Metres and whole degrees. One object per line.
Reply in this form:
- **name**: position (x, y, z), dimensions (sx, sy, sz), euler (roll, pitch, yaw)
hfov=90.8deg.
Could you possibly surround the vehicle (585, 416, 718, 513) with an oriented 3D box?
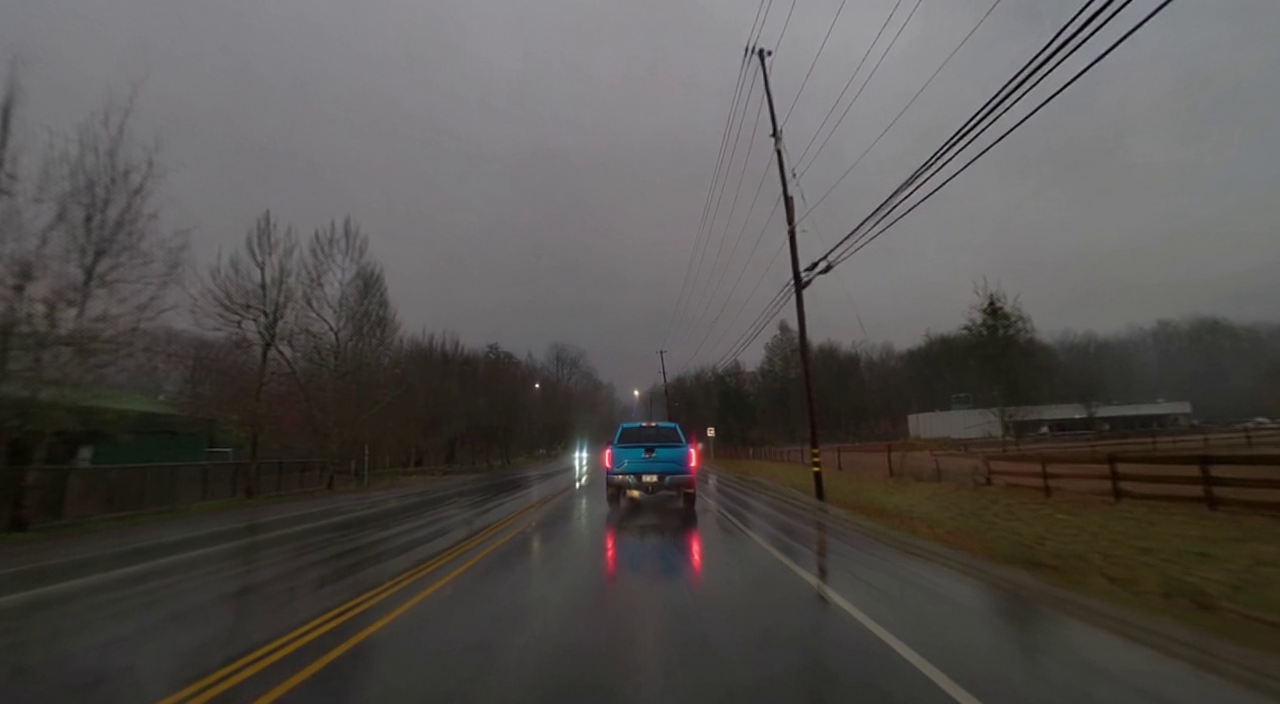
- **vehicle**: position (0.175, 2.750, 16.019), dimensions (2.693, 1.941, 6.356), euler (0, -9, -1)
